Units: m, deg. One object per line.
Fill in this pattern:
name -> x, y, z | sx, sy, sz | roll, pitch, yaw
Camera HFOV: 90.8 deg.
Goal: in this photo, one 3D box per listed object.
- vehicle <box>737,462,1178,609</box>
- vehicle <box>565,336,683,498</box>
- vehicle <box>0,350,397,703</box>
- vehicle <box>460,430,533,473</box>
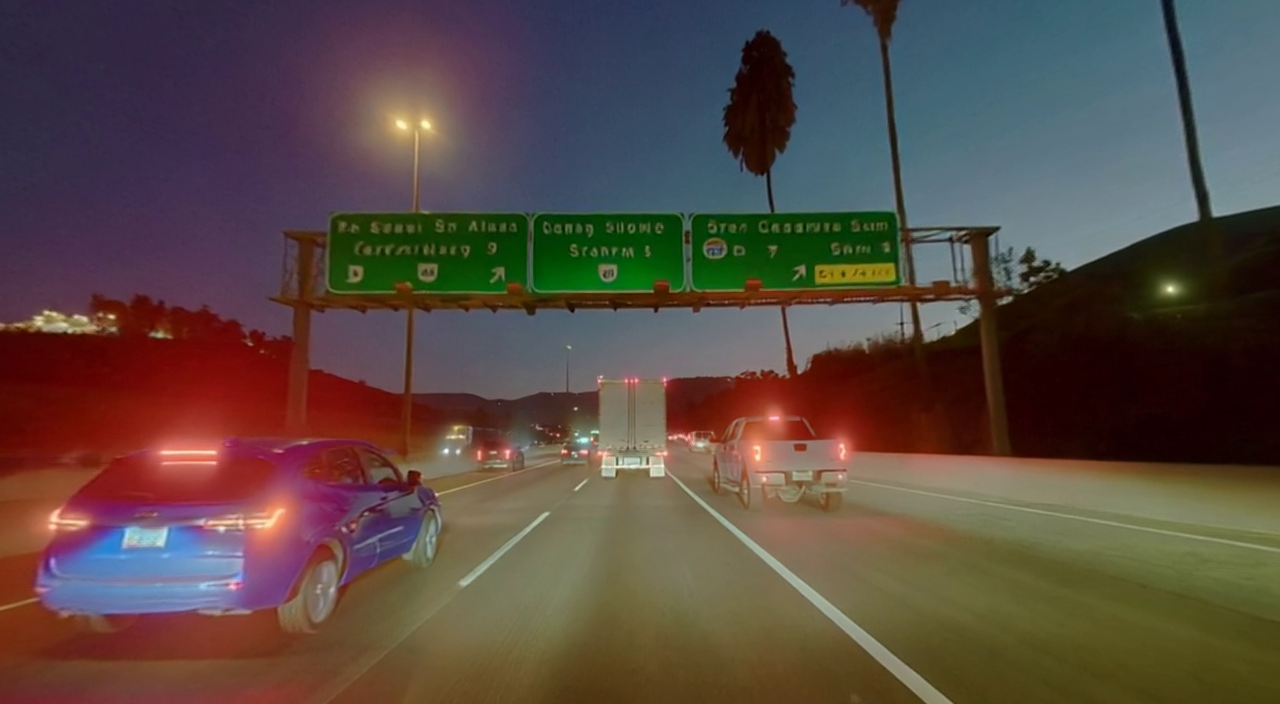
vehicle -> 3.028, 1.984, 7.966 | 2.635, 1.036, 5.568 | 0, -9, -1
vehicle -> -0.352, 2.410, 21.183 | 2.906, 4.040, 10.743 | 0, -9, 1
vehicle -> -3.232, 1.074, 3.826 | 1.885, 1.654, 4.103 | 0, -9, 0
vehicle -> -7.106, 5.002, 31.961 | 2.344, 1.954, 5.579 | 0, -9, 0
